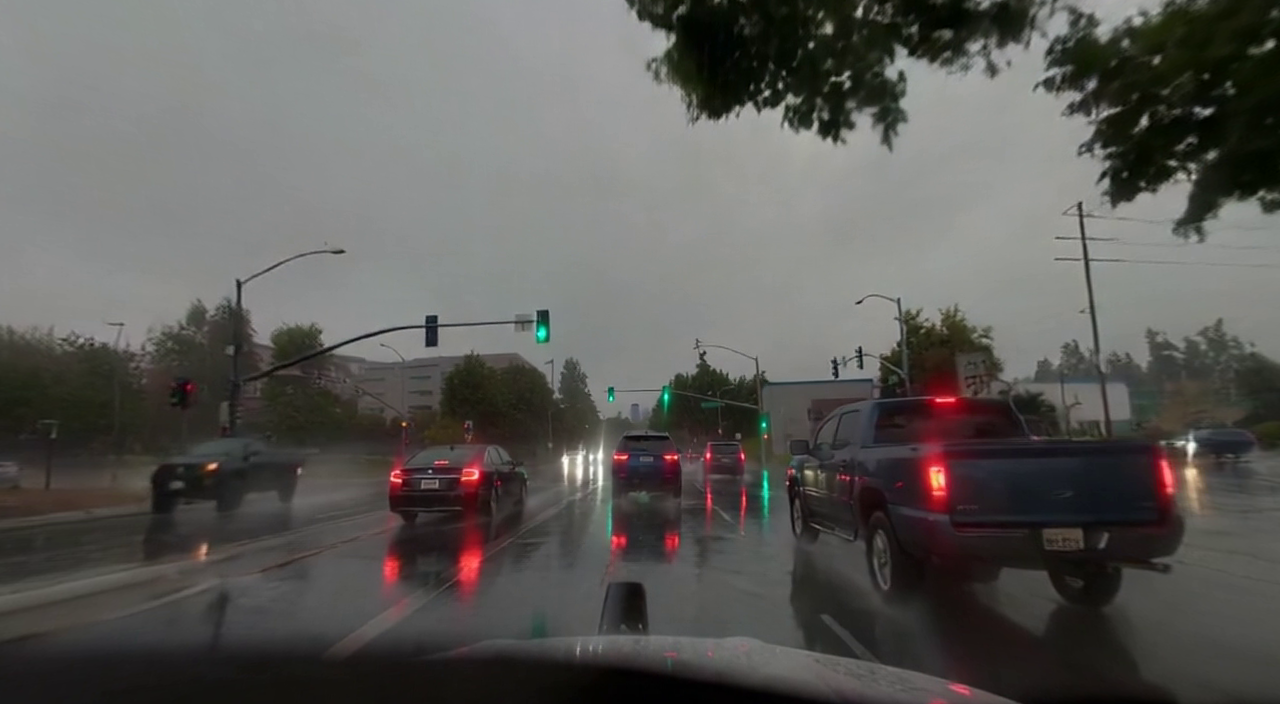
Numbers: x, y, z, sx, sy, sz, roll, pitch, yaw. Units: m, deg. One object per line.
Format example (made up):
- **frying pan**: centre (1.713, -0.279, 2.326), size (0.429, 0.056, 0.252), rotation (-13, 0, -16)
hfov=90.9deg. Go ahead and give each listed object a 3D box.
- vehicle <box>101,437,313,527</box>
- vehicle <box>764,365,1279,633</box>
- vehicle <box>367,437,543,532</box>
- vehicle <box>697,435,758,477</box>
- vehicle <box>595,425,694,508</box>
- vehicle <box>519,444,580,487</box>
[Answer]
- **vehicle**: centre (-10.258, 3.046, 15.538), size (2.099, 1.813, 4.583), rotation (-1, -8, -2)
- **vehicle**: centre (3.308, 1.425, 7.367), size (2.571, 1.857, 5.841), rotation (0, -8, 0)
- **vehicle**: centre (-3.278, 2.423, 12.321), size (1.909, 1.476, 4.751), rotation (0, -8, 1)
- **vehicle**: centre (4.306, 5.204, 31.944), size (2.408, 1.908, 5.355), rotation (0, -8, 1)
- **vehicle**: centre (0.124, 2.748, 15.572), size (2.113, 1.768, 3.901), rotation (0, -8, 1)
- **vehicle**: centre (-3.394, 4.332, 24.497), size (2.072, 1.450, 4.612), rotation (1, -8, -5)
